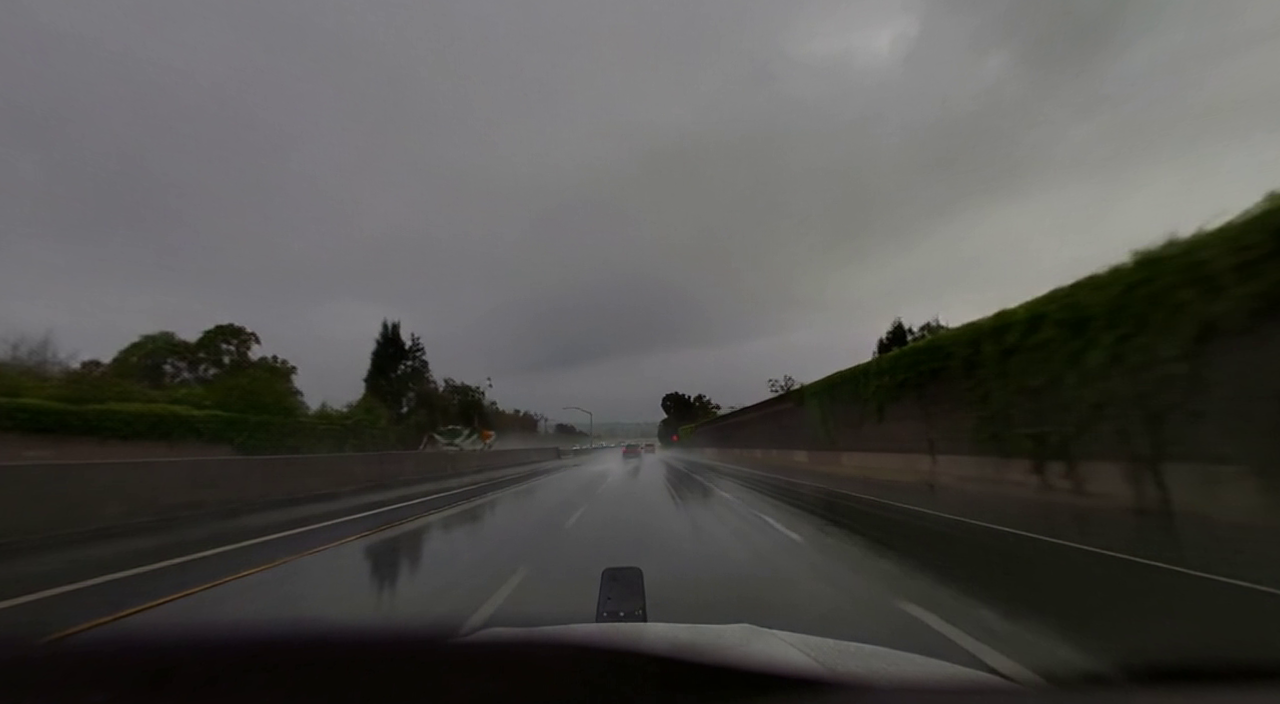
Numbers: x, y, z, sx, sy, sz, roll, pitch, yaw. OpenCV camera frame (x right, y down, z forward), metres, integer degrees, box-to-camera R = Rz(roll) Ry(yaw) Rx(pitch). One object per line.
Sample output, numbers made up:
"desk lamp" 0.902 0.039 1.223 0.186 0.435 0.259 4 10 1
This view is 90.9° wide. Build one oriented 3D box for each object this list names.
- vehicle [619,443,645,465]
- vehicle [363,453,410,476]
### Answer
"vehicle" -0.549 7.481 46.183 1.873 1.529 3.953 0 -9 0
"vehicle" -17.047 7.554 42.498 1.622 1.431 3.611 0 -9 0
